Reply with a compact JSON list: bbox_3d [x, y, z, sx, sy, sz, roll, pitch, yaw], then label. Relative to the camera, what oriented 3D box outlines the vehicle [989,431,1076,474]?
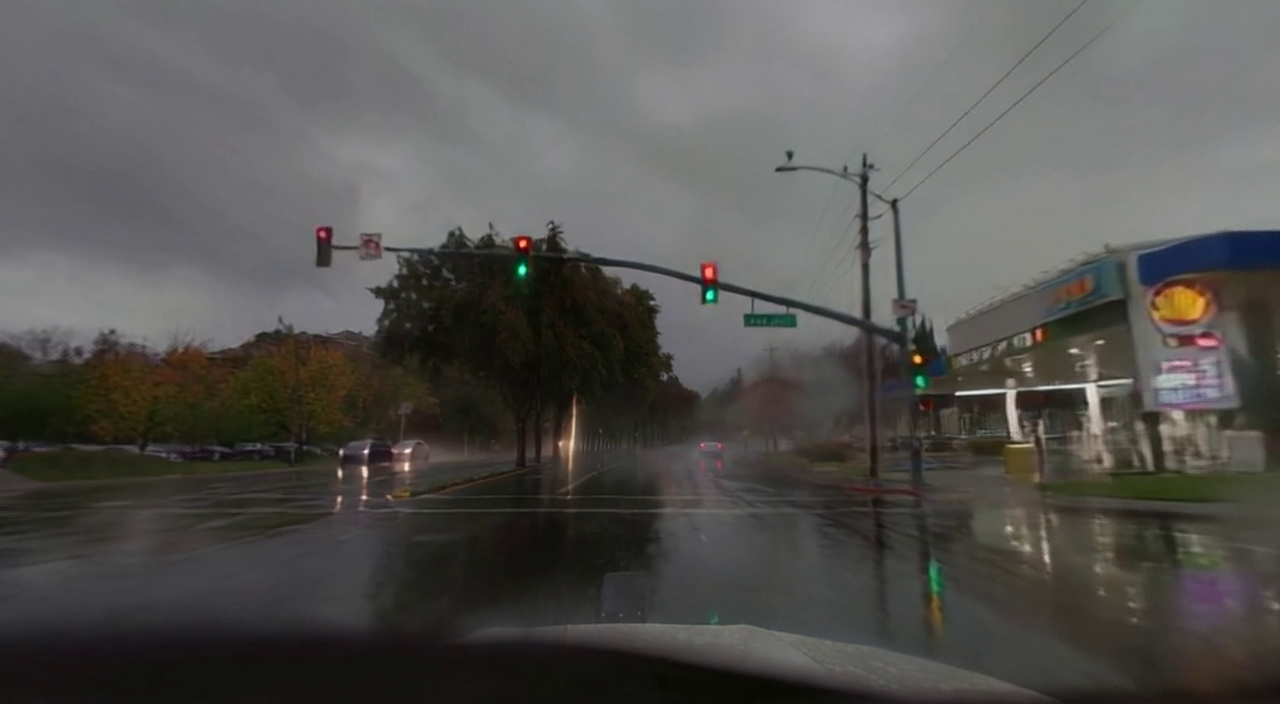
[{"bbox_3d":[17.908,4.566,28.731,4.601,1.766,2.015,7,-13,-42],"label":"vehicle"}]

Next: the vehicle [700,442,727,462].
[{"bbox_3d":[5.724,7.869,49.657,1.908,1.492,3.977,-1,-9,3],"label":"vehicle"}]

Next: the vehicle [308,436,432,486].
[{"bbox_3d":[-9.004,3.674,21.592,2.023,1.498,4.605,-1,-9,3],"label":"vehicle"}]

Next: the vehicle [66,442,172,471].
[{"bbox_3d":[-32.094,6.437,38.997,4.820,1.694,2.101,-1,-9,5],"label":"vehicle"}]

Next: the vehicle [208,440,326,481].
[{"bbox_3d":[-15.475,4.539,26.612,1.989,1.509,4.881,-1,-9,0],"label":"vehicle"}]

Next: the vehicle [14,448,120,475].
[{"bbox_3d":[-32.542,6.218,35.943,4.233,1.434,1.961,-1,-9,4],"label":"vehicle"}]

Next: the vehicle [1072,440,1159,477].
[{"bbox_3d":[20.235,4.595,26.811,4.553,1.371,2.019,11,-17,-42],"label":"vehicle"}]

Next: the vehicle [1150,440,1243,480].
[{"bbox_3d":[22.048,4.222,24.977,4.329,1.461,1.873,6,-11,-38],"label":"vehicle"}]
